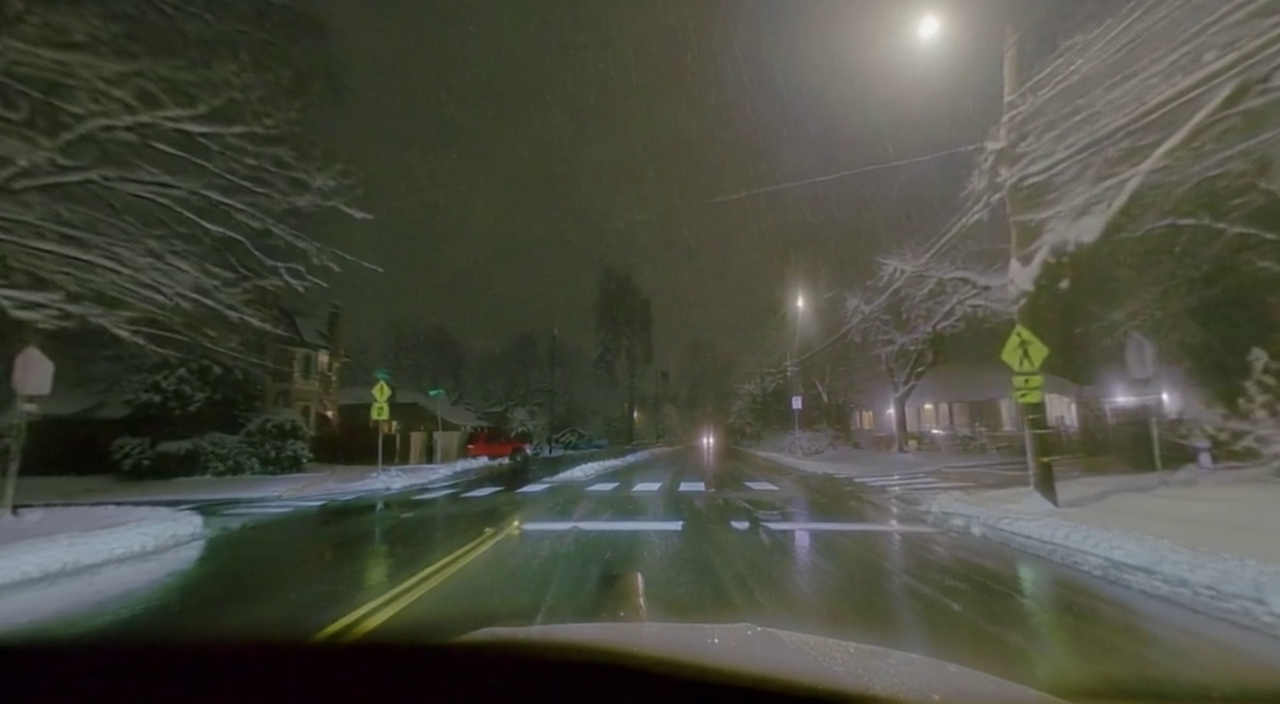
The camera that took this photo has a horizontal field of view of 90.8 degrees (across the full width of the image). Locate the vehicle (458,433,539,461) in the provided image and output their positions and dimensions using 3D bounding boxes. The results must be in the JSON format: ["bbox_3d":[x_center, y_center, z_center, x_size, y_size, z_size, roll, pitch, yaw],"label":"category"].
[{"bbox_3d":[-8.564,5.761,38.293,4.377,1.596,1.836,-2,-9,14],"label":"vehicle"}]
